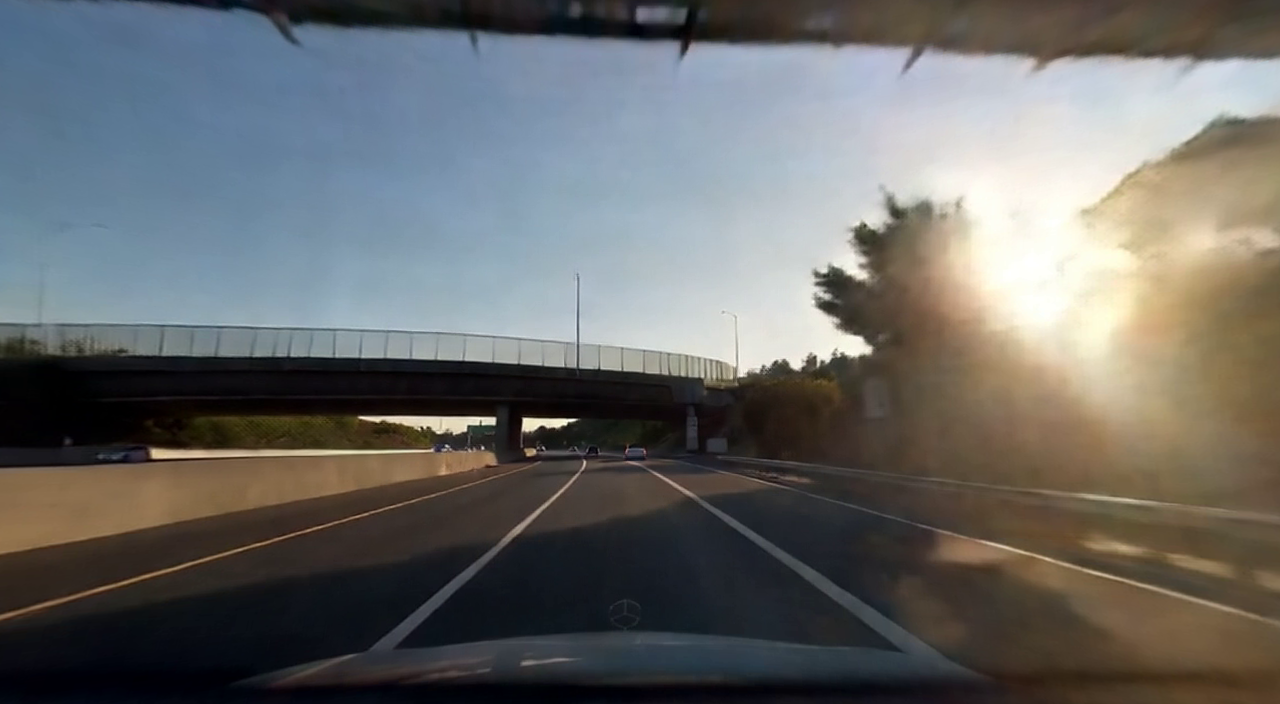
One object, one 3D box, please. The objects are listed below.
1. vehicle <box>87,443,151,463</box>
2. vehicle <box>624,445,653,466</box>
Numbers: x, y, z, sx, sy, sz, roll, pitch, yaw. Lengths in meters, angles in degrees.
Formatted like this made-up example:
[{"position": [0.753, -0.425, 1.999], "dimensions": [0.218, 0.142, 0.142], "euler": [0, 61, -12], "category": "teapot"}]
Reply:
[{"position": [-40.776, 7.902, 49.343], "dimensions": [1.762, 1.433, 4.077], "euler": [0, -9, -5], "category": "vehicle"}, {"position": [-0.101, 7.850, 47.708], "dimensions": [2.140, 1.455, 4.135], "euler": [0, -9, 0], "category": "vehicle"}]
